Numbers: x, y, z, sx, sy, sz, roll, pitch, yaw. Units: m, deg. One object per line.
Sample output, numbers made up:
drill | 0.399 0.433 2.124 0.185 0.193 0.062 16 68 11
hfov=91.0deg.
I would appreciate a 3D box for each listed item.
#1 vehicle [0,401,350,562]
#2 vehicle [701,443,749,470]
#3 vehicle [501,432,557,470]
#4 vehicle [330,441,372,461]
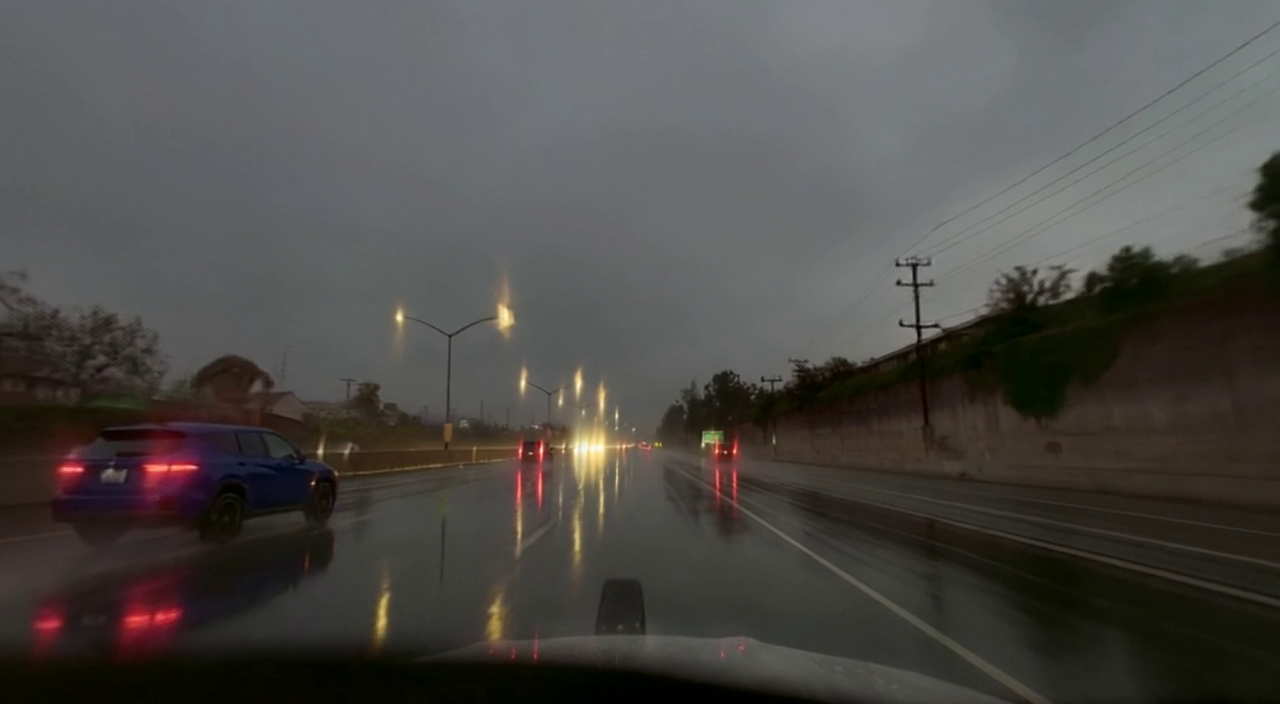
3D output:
vehicle | -6.357 1.731 9.080 2.058 1.698 4.567 0 -9 1
vehicle | 5.025 6.257 37.850 2.251 1.520 4.550 1 -9 -1
vehicle | -6.202 5.620 35.854 2.255 1.934 4.868 0 -9 0
vehicle | -22.419 7.691 48.930 1.553 1.427 3.557 0 -9 0
